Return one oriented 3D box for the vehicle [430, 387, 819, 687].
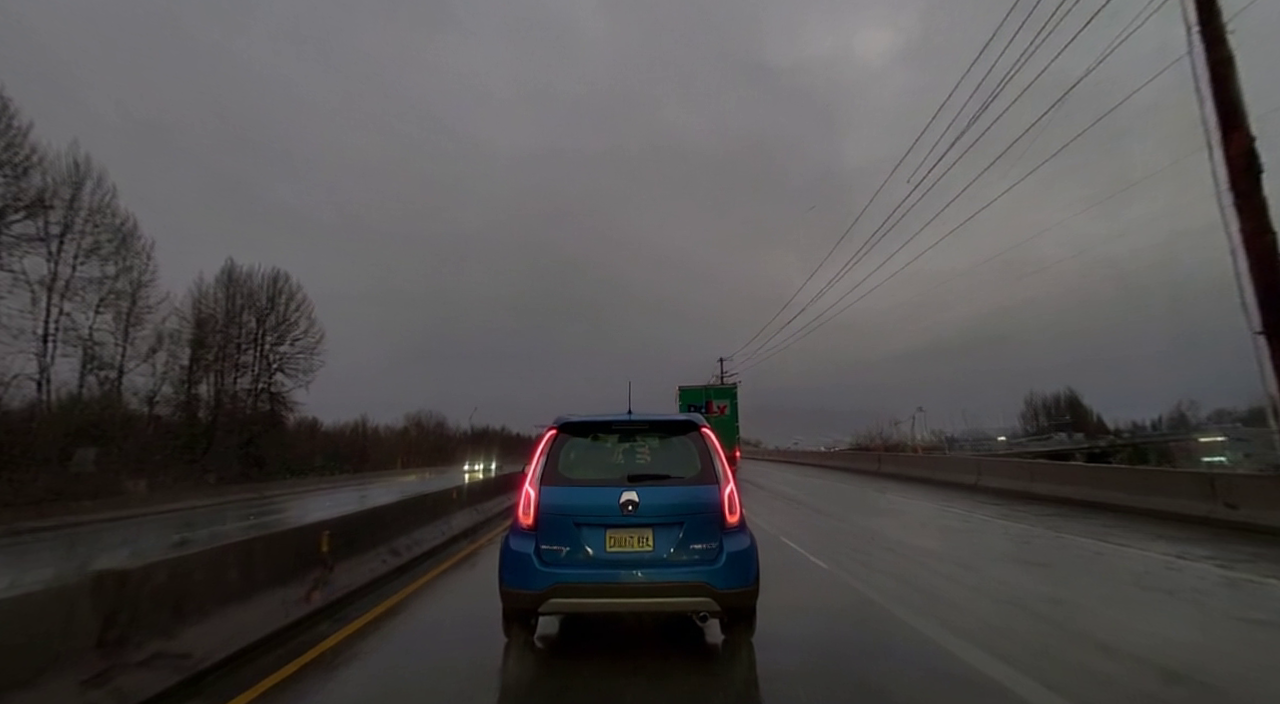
[{"bbox_3d":[-0.133,1.255,5.384,2.062,1.581,3.914,0,-8,-2],"label":"vehicle"}]
